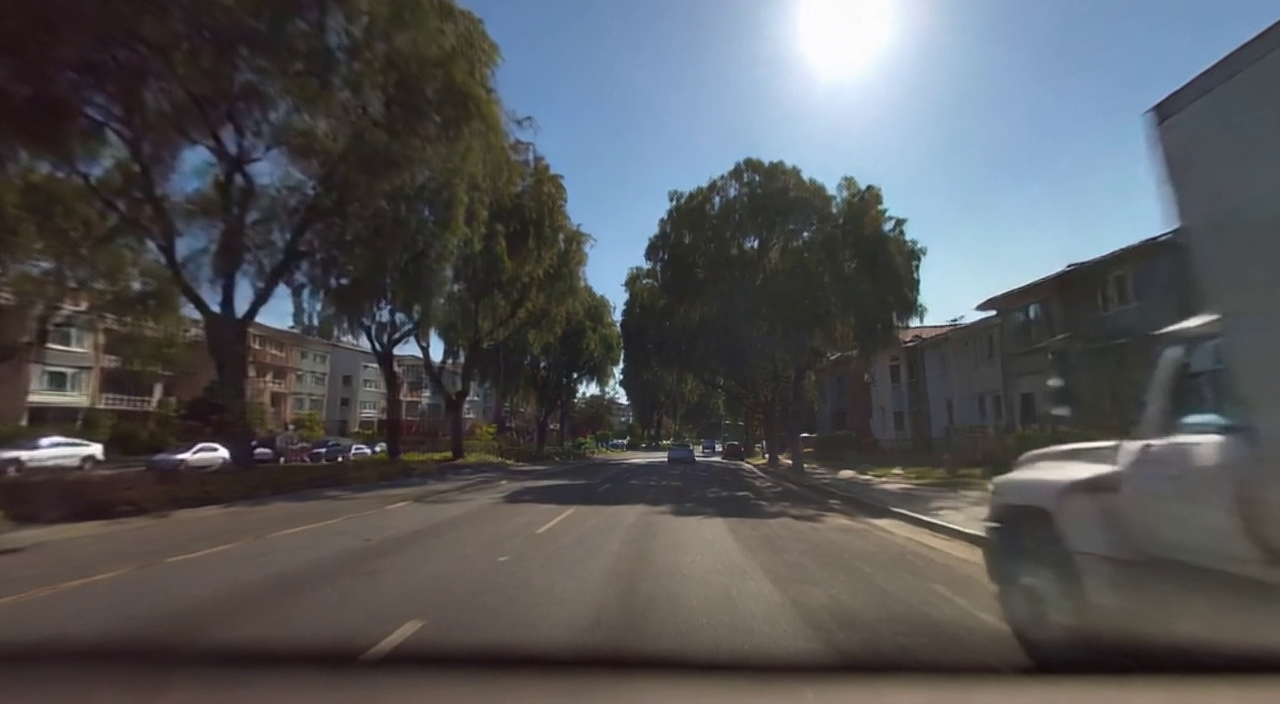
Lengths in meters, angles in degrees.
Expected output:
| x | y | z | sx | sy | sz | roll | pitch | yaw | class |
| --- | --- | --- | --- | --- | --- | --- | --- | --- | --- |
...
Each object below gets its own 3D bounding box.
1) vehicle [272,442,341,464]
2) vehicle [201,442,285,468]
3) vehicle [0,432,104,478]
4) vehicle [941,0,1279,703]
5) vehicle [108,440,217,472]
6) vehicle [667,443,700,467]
| x | y | z | sx | sy | sz | roll | pitch | yaw | class |
| --- | --- | --- | --- | --- | --- | --- | --- | --- | --- |
| -22.992 | 6.965 | 43.601 | 1.814 | 1.484 | 4.474 | -1 | -9 | 9 | vehicle |
| -23.628 | 6.145 | 37.733 | 1.772 | 1.447 | 4.582 | -1 | -9 | 5 | vehicle |
| -24.521 | 4.113 | 25.279 | 2.008 | 1.668 | 4.379 | 0 | -8 | 3 | vehicle |
| 3.879 | -0.137 | 0.796 | 2.945 | 3.277 | 8.473 | 0 | -8 | 1 | vehicle |
| -23.925 | 5.218 | 31.789 | 1.900 | 1.489 | 4.361 | -1 | -9 | 3 | vehicle |
| 2.587 | 6.162 | 37.838 | 1.871 | 1.370 | 4.206 | -1 | -8 | 4 | vehicle |
